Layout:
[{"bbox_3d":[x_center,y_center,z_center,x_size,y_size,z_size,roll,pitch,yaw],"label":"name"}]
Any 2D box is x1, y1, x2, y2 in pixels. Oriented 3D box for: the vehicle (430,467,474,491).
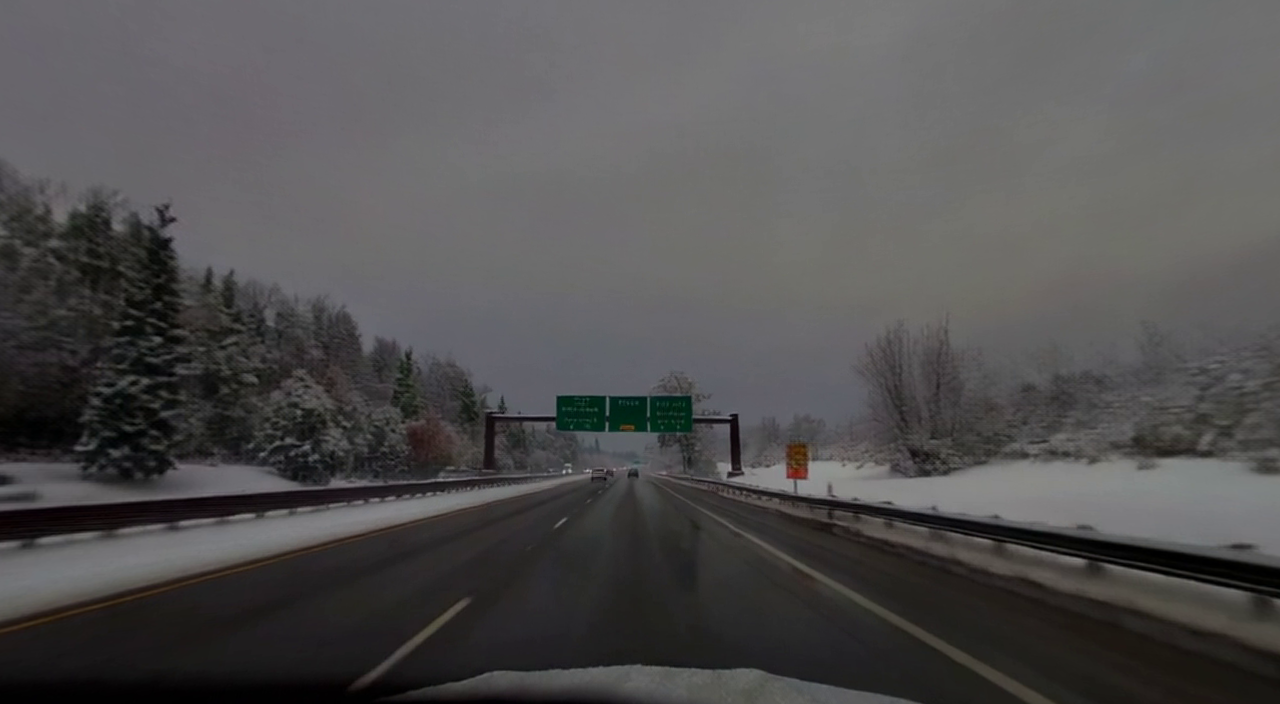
[{"bbox_3d":[-13.081,8.866,44.099,1.931,1.571,3.634,1,-11,0],"label":"vehicle"}]
